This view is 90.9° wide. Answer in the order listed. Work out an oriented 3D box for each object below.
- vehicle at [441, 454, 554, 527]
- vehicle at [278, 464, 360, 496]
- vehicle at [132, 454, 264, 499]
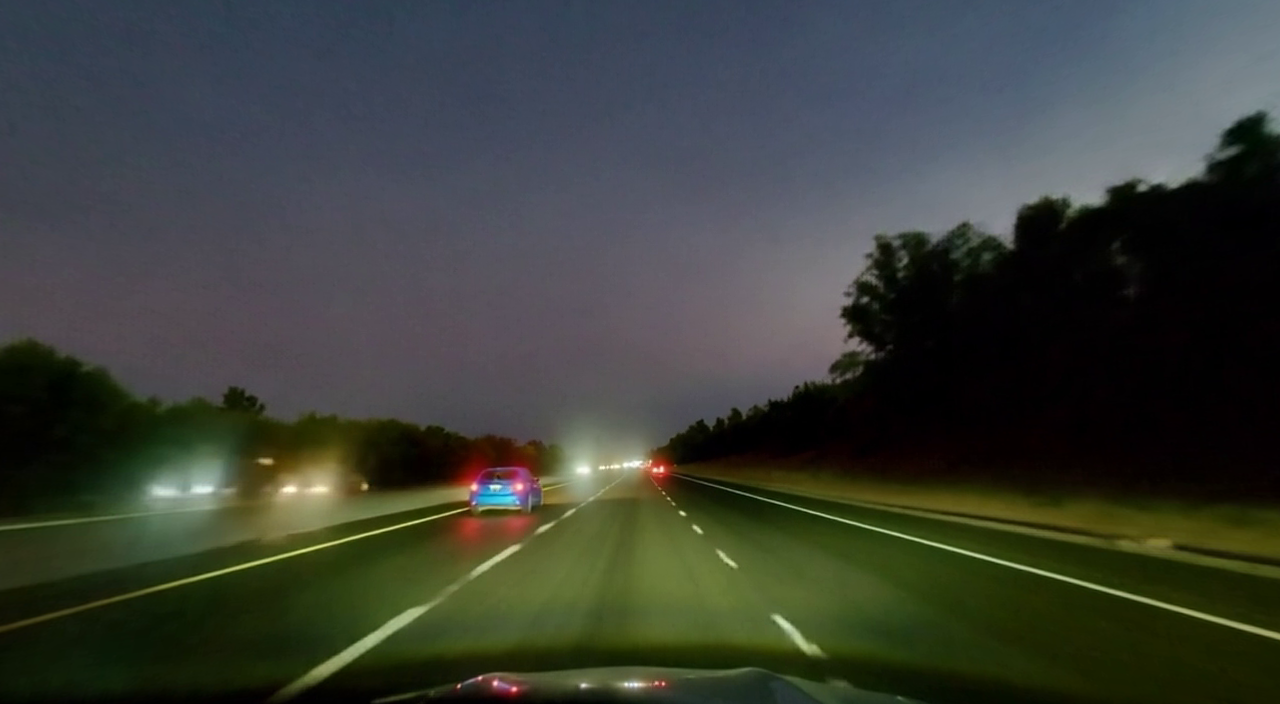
[{"bbox_3d":[-3.386,3.393,15.794,1.797,1.532,4.072,1,-10,1],"label":"vehicle"},{"bbox_3d":[-15.579,6.218,30.834,1.829,1.429,4.079,1,-10,-1],"label":"vehicle"},{"bbox_3d":[-19.659,5.559,28.392,2.064,1.805,5.152,0,-10,1],"label":"vehicle"}]
